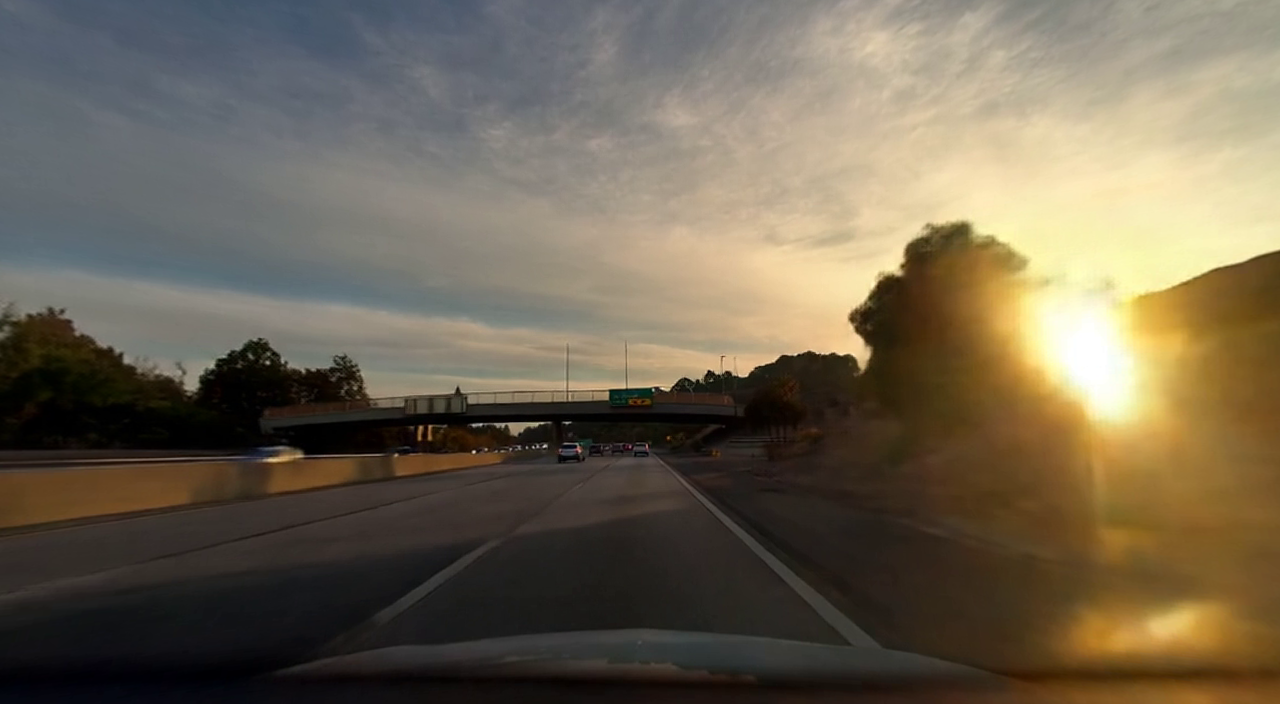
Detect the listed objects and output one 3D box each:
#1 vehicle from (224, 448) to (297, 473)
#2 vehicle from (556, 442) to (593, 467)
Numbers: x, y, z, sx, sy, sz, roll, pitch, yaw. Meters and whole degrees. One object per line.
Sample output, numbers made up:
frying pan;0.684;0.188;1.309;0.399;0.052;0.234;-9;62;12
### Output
vehicle;-24.679;7.049;41.138;1.860;1.541;4.493;0;-9;1
vehicle;-4.325;6.831;42.071;1.916;1.545;4.757;0;-9;0
